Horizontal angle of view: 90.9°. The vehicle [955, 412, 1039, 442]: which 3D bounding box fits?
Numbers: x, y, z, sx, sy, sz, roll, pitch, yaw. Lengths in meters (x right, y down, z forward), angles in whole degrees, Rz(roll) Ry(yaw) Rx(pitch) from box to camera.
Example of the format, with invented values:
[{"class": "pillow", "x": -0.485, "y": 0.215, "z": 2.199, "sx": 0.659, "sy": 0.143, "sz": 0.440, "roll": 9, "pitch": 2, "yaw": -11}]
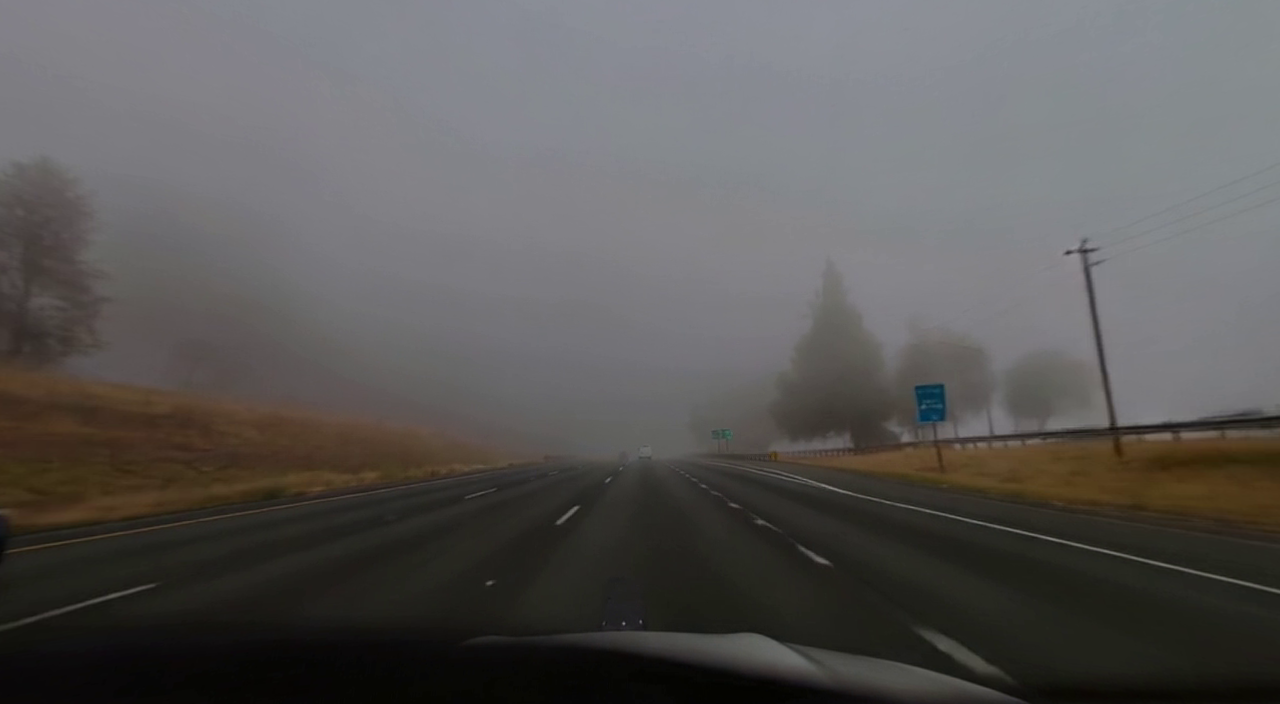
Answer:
[{"class": "vehicle", "x": 23.543, "y": 5.034, "z": 41.950, "sx": 2.268, "sy": 1.833, "sz": 5.691, "roll": 0, "pitch": -8, "yaw": 0}]
